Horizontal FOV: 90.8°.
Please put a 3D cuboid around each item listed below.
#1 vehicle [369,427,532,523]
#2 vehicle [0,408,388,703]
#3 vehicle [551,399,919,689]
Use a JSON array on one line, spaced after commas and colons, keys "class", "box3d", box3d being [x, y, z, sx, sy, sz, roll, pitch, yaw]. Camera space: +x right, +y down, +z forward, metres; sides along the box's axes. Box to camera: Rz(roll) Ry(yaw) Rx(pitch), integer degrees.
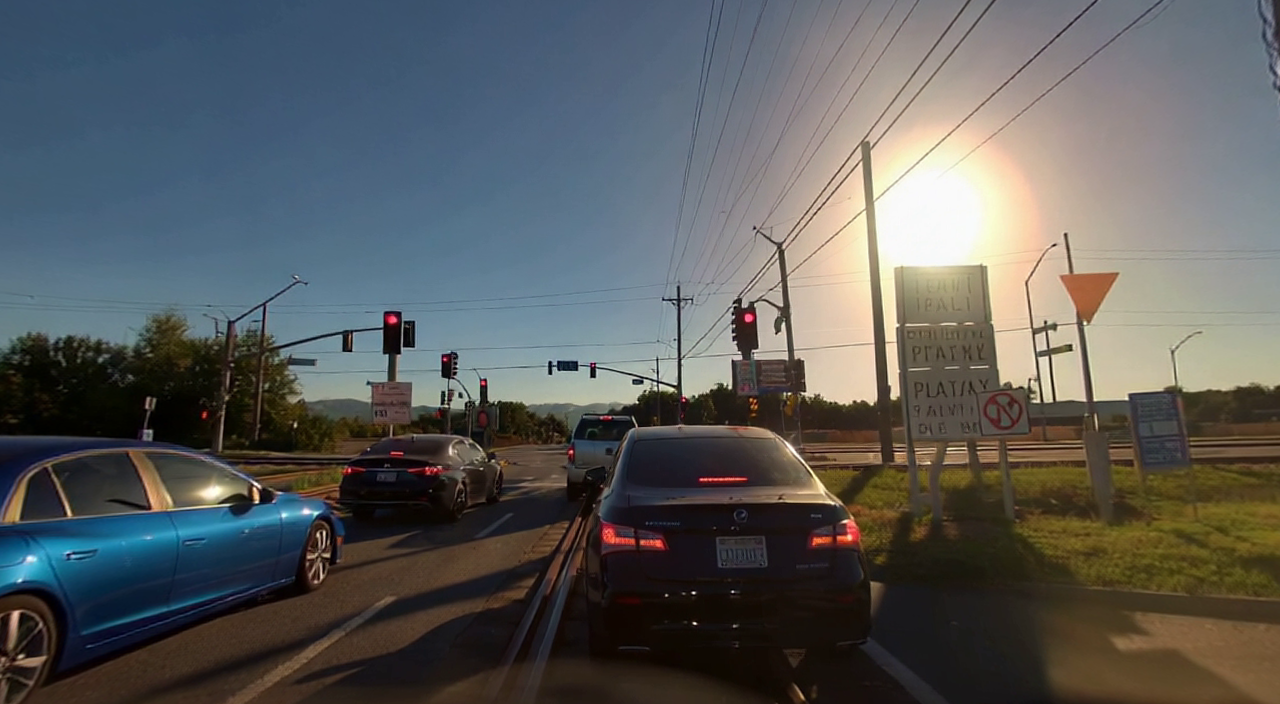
[{"class": "vehicle", "box3d": [-3.349, 2.254, 12.087, 1.984, 1.505, 4.047, 0, -9, -2]}, {"class": "vehicle", "box3d": [-3.709, 1.252, 4.490, 1.956, 1.468, 4.585, 0, -8, 0]}, {"class": "vehicle", "box3d": [0.408, 1.323, 5.456, 1.998, 1.529, 3.960, 1, -9, -3]}]
